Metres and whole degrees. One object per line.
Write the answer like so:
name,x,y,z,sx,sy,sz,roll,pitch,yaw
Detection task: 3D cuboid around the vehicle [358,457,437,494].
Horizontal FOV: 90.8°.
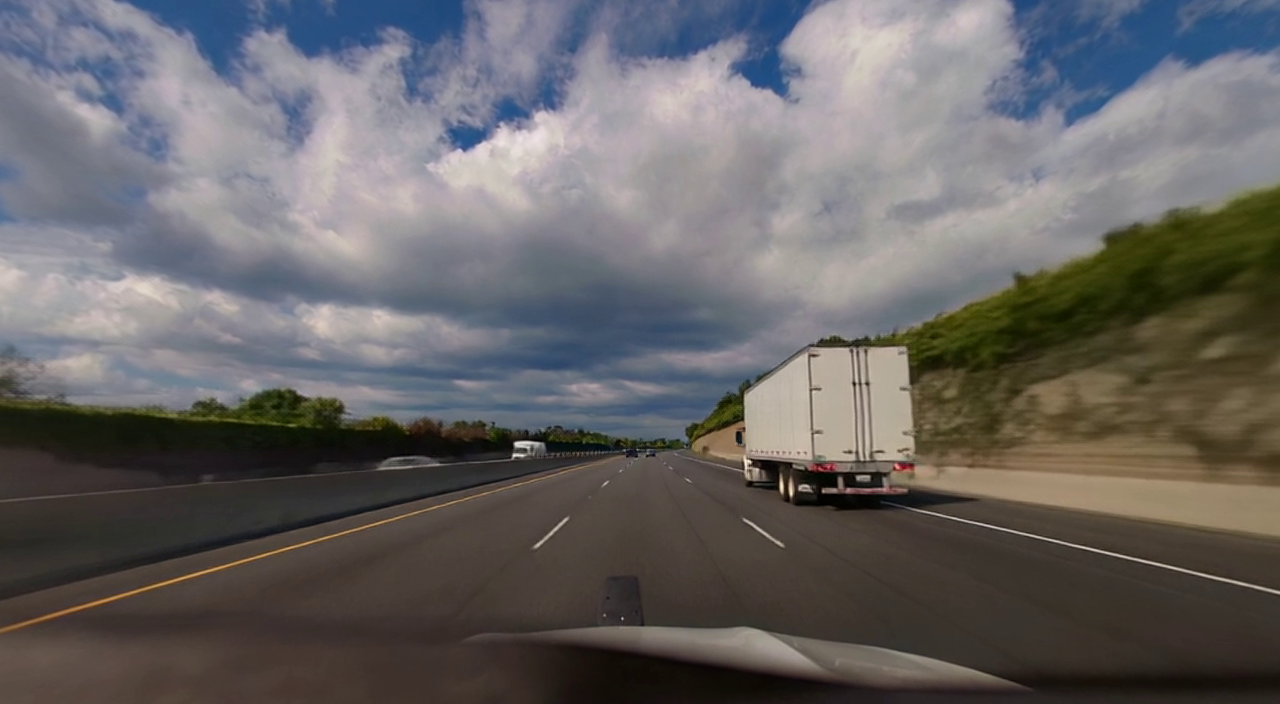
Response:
vehicle,-11.049,5.629,29.132,1.923,1.488,4.363,0,-9,0

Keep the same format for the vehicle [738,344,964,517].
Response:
vehicle,4.666,2.122,16.221,2.771,3.313,8.121,0,-9,-2
